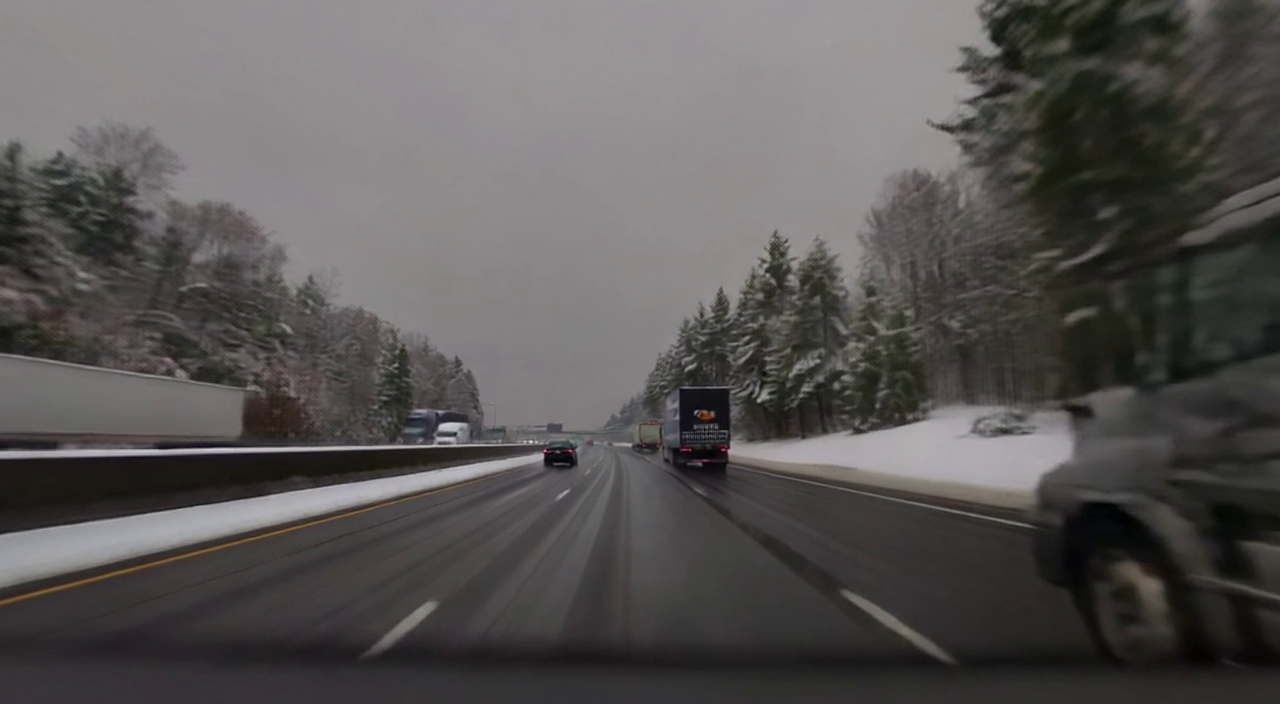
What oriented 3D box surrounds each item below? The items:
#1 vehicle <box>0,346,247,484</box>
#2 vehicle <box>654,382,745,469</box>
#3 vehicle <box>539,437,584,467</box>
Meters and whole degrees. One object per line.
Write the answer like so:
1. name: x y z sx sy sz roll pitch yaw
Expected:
1. vehicle: -20.829 2.634 23.878 3.204 4.048 14.112 0 -8 -2
2. vehicle: 2.877 4.337 35.793 3.116 3.992 13.748 0 -8 -3
3. vehicle: -4.549 5.877 37.050 2.206 1.644 4.027 0 -8 -1
